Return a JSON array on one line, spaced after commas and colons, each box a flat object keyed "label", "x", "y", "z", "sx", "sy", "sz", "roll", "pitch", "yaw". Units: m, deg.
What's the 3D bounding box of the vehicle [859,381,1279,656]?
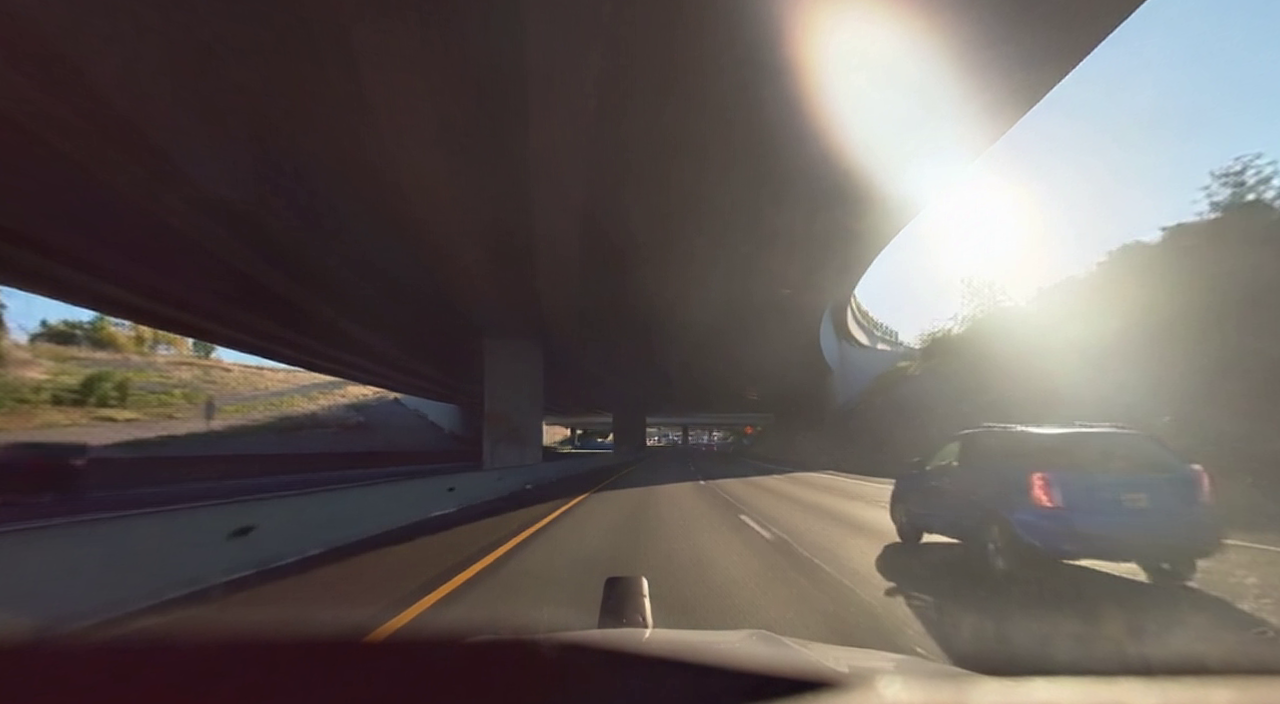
[{"label": "vehicle", "x": 4.000, "y": 1.367, "z": 6.221, "sx": 2.143, "sy": 1.730, "sz": 4.303, "roll": 0, "pitch": -8, "yaw": 1}]

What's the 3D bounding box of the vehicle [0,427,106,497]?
[{"label": "vehicle", "x": -17.097, "y": 2.852, "z": 16.365, "sx": 2.176, "sy": 1.729, "sz": 4.737, "roll": -1, "pitch": -8, "yaw": 2}]
